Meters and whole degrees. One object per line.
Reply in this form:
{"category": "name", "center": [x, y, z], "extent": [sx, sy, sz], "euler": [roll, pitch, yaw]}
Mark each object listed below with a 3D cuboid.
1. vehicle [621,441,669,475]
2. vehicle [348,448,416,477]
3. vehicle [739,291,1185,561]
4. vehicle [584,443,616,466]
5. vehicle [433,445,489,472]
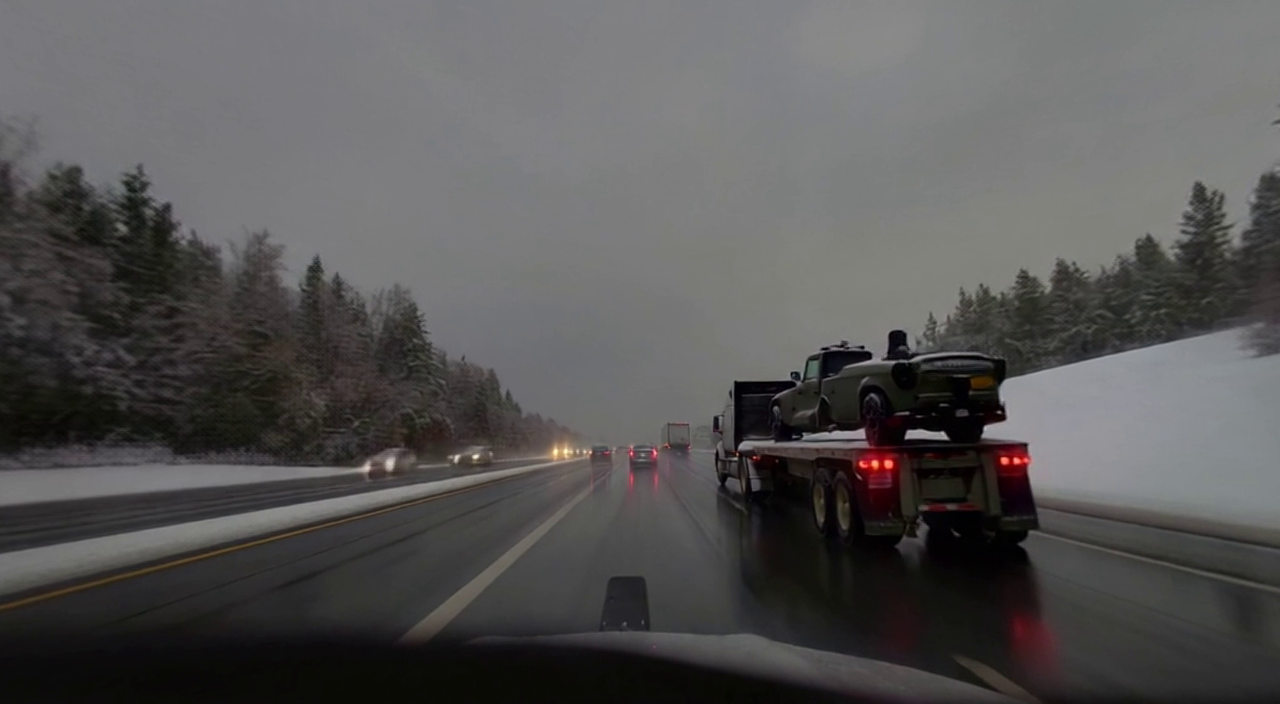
{"category": "vehicle", "center": [0.268, 5.074, 30.320], "extent": [2.152, 1.484, 4.211], "euler": [0, -8, 1]}
{"category": "vehicle", "center": [-14.317, 6.129, 35.146], "extent": [1.844, 1.493, 4.292], "euler": [0, -8, 2]}
{"category": "vehicle", "center": [4.863, 1.806, 14.137], "extent": [3.150, 3.257, 13.098], "euler": [0, -8, 0]}
{"category": "vehicle", "center": [-2.761, 7.181, 44.240], "extent": [1.928, 1.464, 3.706], "euler": [0, -8, 1]}
{"category": "vehicle", "center": [-10.364, 6.183, 36.736], "extent": [1.955, 1.488, 4.226], "euler": [0, -8, 1]}
